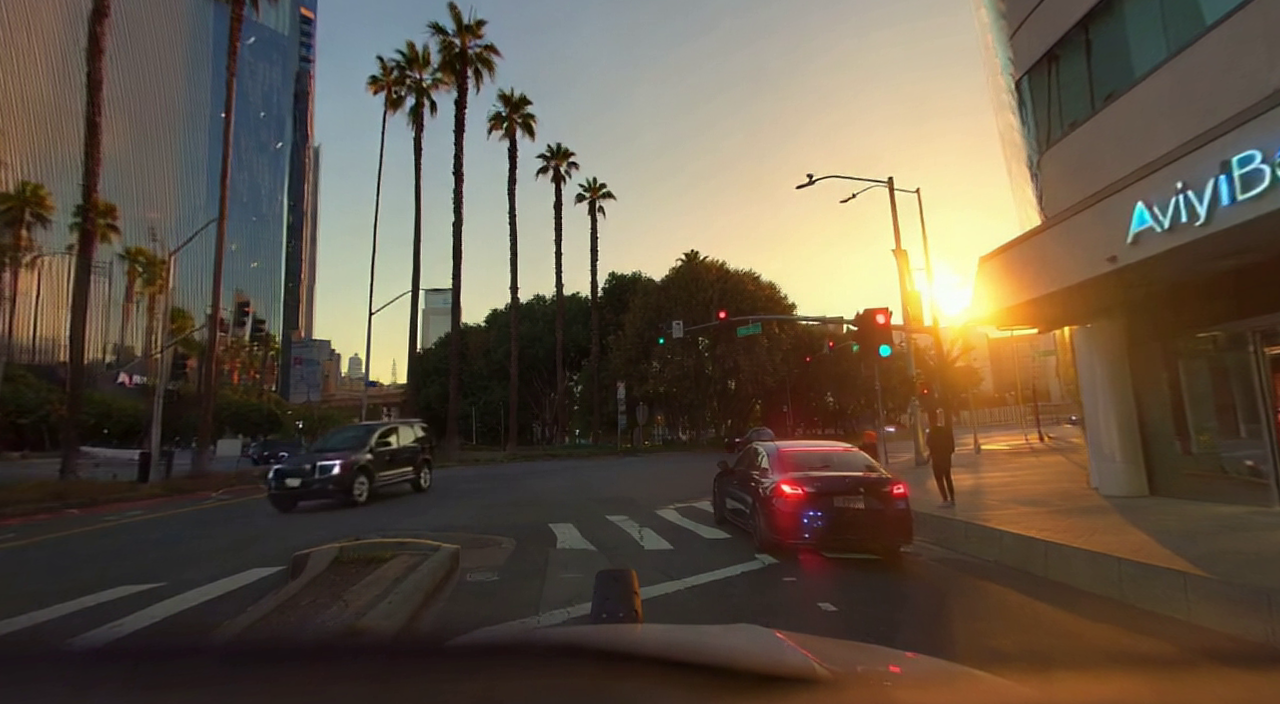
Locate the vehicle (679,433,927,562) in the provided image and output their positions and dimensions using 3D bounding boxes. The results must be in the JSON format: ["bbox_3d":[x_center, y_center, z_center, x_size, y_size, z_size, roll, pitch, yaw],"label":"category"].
[{"bbox_3d":[2.069,2.031,9.746,2.090,1.466,4.676,1,-8,-7],"label":"vehicle"}]

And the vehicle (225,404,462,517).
[{"bbox_3d":[-6.065,2.329,14.050,2.190,1.964,5.614,-1,-8,5],"label":"vehicle"}]
